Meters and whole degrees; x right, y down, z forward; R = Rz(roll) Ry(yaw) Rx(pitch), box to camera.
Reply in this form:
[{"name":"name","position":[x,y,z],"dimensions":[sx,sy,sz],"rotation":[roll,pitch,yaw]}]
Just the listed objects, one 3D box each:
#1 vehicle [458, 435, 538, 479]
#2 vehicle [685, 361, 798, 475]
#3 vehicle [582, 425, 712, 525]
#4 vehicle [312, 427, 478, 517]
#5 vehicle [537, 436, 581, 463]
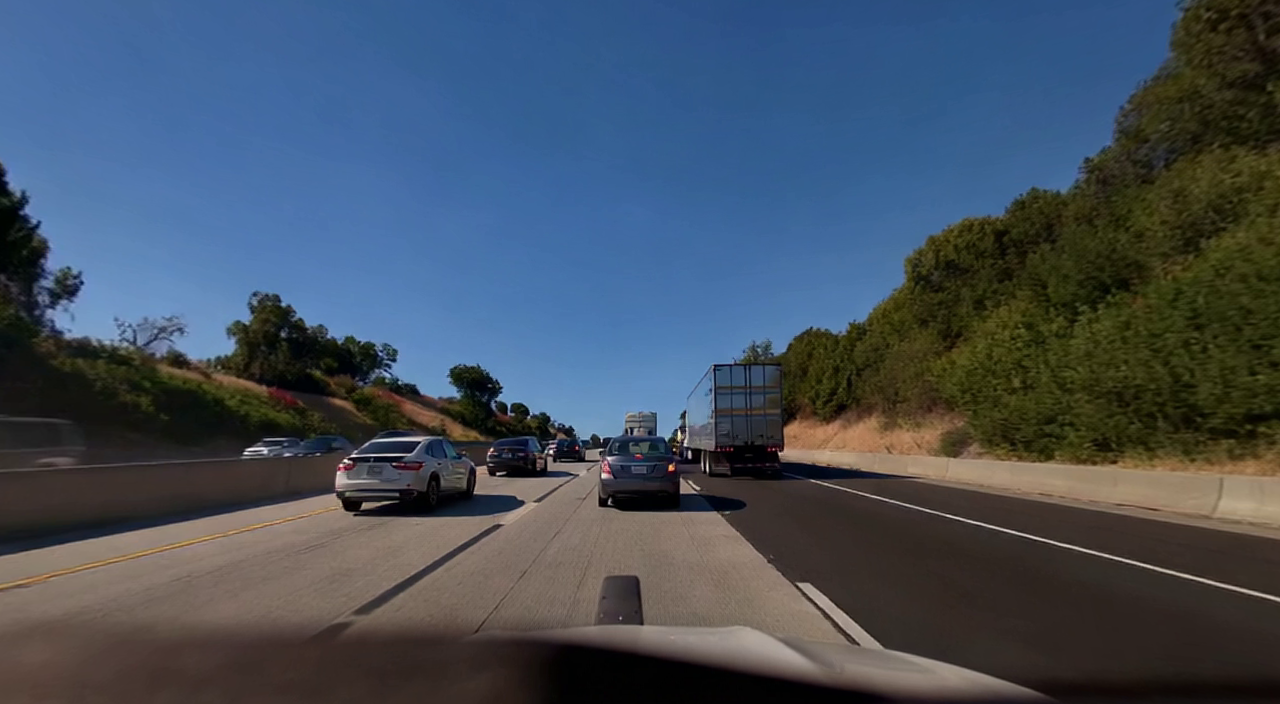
[{"name":"vehicle","position":[-5.046,3.749,22.896],"dimensions":[1.880,1.458,3.978],"rotation":[0,-8,1]},{"name":"vehicle","position":[4.155,3.321,29.821],"dimensions":[2.892,4.101,14.252],"rotation":[0,-8,0]},{"name":"vehicle","position":[0.100,2.118,11.438],"dimensions":[1.973,1.505,3.568],"rotation":[0,-8,0]},{"name":"vehicle","position":[-4.647,2.296,12.601],"dimensions":[1.821,1.514,3.677],"rotation":[0,-8,0]},{"name":"vehicle","position":[-4.651,5.621,36.642],"dimensions":[1.887,1.493,4.411],"rotation":[0,-8,1]}]
